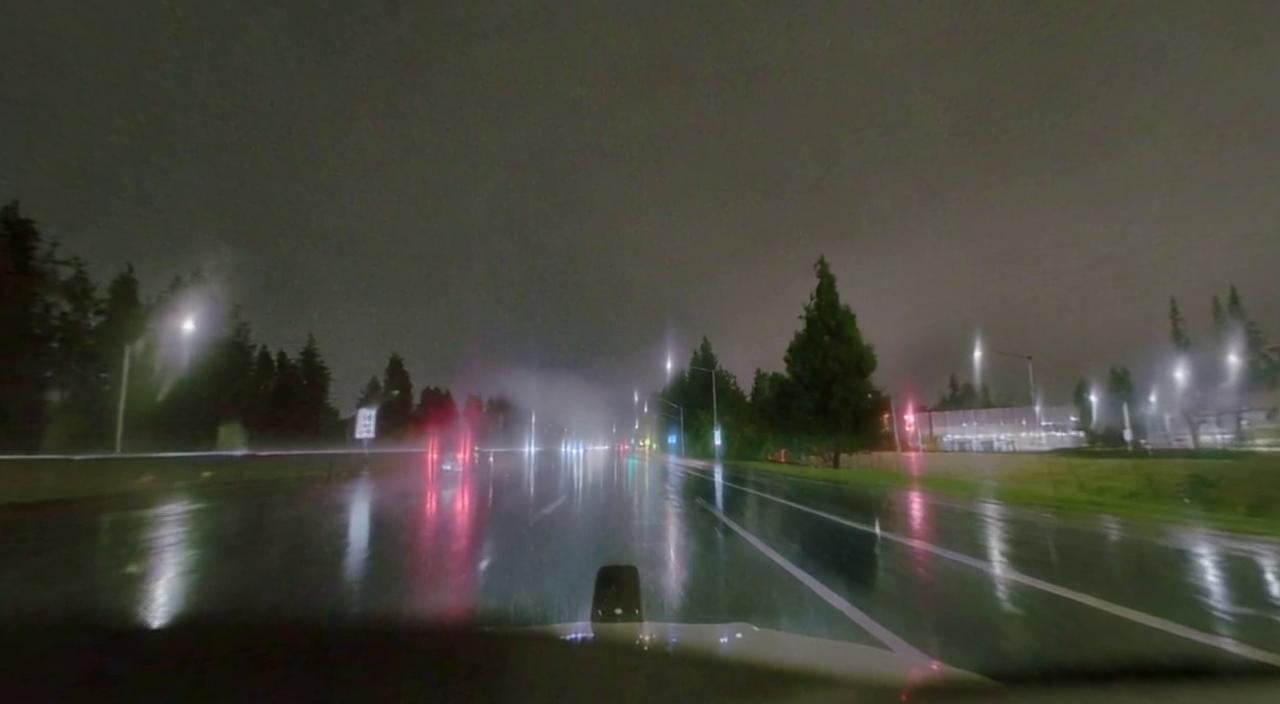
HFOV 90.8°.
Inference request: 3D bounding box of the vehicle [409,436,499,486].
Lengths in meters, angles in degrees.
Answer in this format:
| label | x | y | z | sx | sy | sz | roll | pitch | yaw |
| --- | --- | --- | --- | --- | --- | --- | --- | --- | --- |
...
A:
| label | x | y | z | sx | sy | sz | roll | pitch | yaw |
| --- | --- | --- | --- | --- | --- | --- | --- | --- | --- |
| vehicle | -7.416 | 4.402 | 25.818 | 2.231 | 1.807 | 4.758 | 0 | -9 | 0 |
